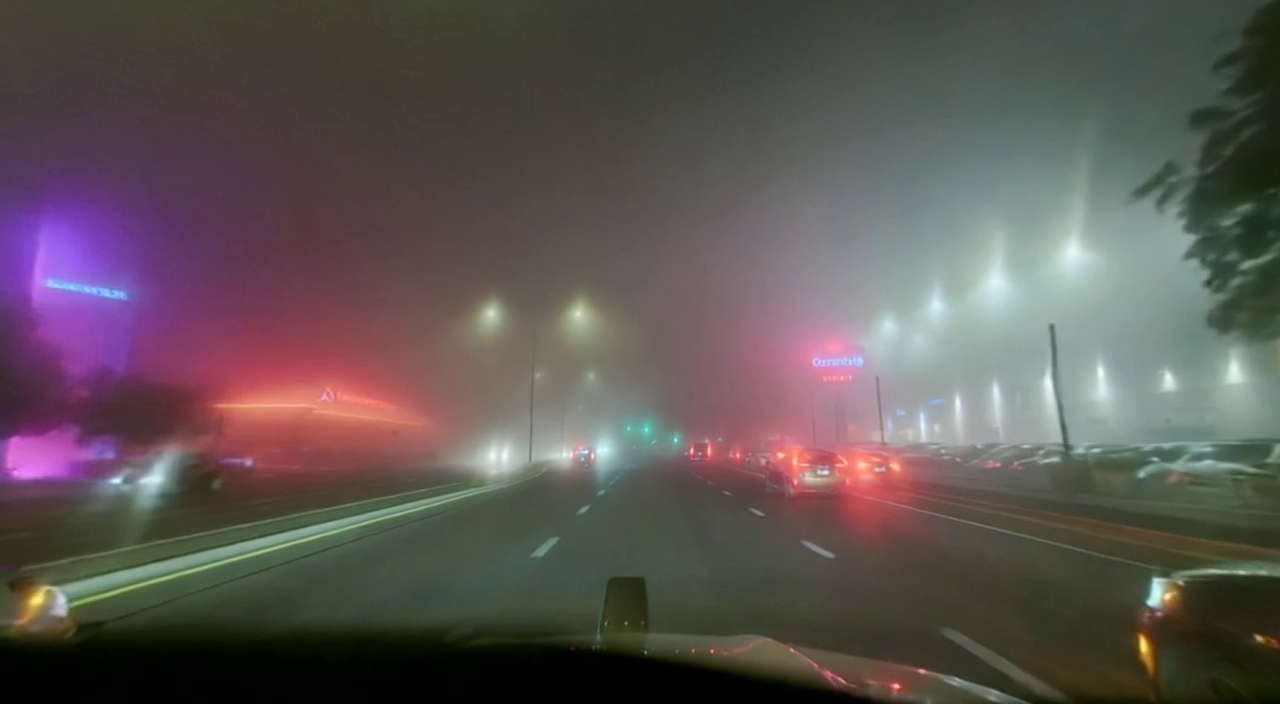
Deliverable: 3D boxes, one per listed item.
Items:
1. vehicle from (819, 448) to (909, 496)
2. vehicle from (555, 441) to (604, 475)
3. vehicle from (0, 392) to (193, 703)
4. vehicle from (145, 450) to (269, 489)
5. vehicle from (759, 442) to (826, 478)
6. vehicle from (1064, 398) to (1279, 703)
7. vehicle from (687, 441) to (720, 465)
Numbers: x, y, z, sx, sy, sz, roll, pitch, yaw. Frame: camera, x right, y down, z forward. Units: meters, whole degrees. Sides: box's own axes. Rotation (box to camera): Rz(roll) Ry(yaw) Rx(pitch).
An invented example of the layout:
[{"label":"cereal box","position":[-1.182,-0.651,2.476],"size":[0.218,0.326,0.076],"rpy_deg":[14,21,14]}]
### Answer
[{"label":"vehicle","position":[7.414,3.956,21.228],"size":[1.654,1.440,3.647],"rpy_deg":[0,-8,0]},{"label":"vehicle","position":[-2.848,5.076,30.545],"size":[1.917,1.511,4.436],"rpy_deg":[0,-8,0]},{"label":"vehicle","position":[-3.357,0.678,0.688],"size":[2.155,1.504,4.776],"rpy_deg":[0,-8,1]},{"label":"vehicle","position":[-18.001,4.879,26.545],"size":[1.919,1.460,4.572],"rpy_deg":[0,-8,1]},{"label":"vehicle","position":[7.446,5.316,31.331],"size":[1.918,1.598,4.536],"rpy_deg":[0,-8,-4]},{"label":"vehicle","position":[3.393,0.760,1.247],"size":[1.981,1.499,4.536],"rpy_deg":[0,-8,1]},{"label":"vehicle","position":[4.659,7.439,46.727],"size":[2.007,1.683,4.171],"rpy_deg":[0,-8,-1]}]
